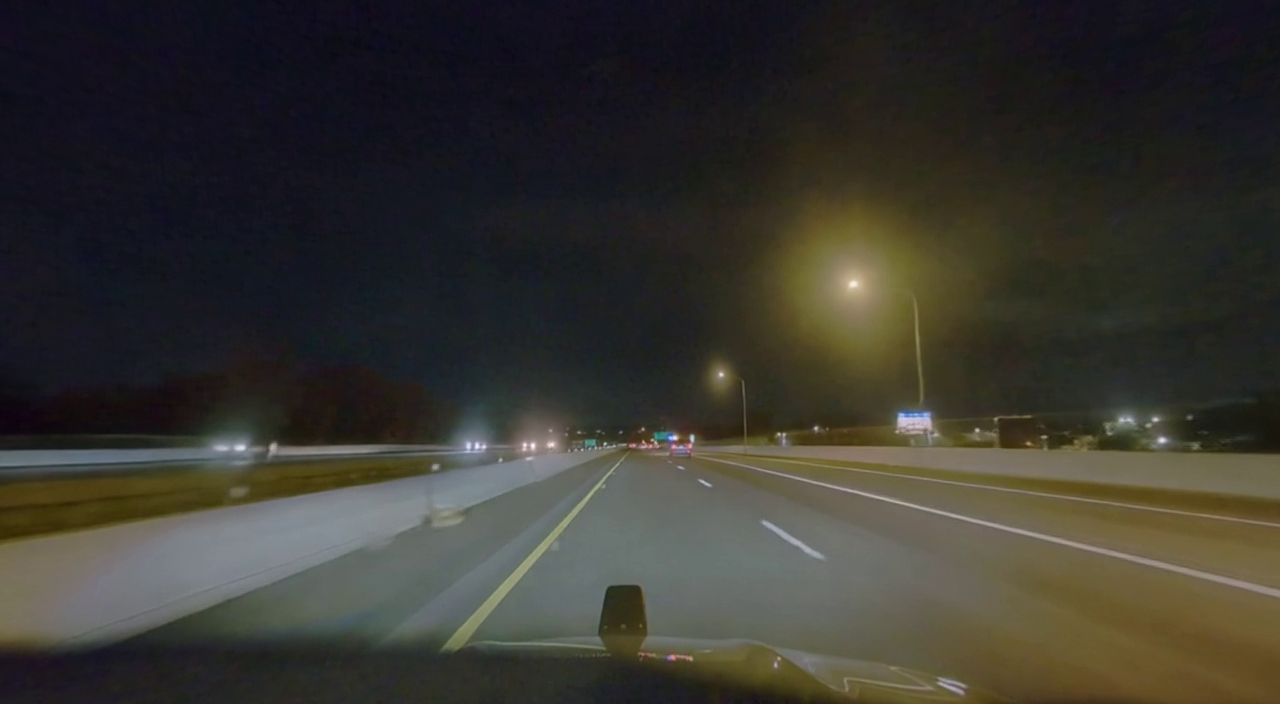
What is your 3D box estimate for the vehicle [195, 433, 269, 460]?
[{"bbox_3d":[-23.554,5.460,36.461,1.891,1.457,3.494,0,-8,0],"label":"vehicle"}]
